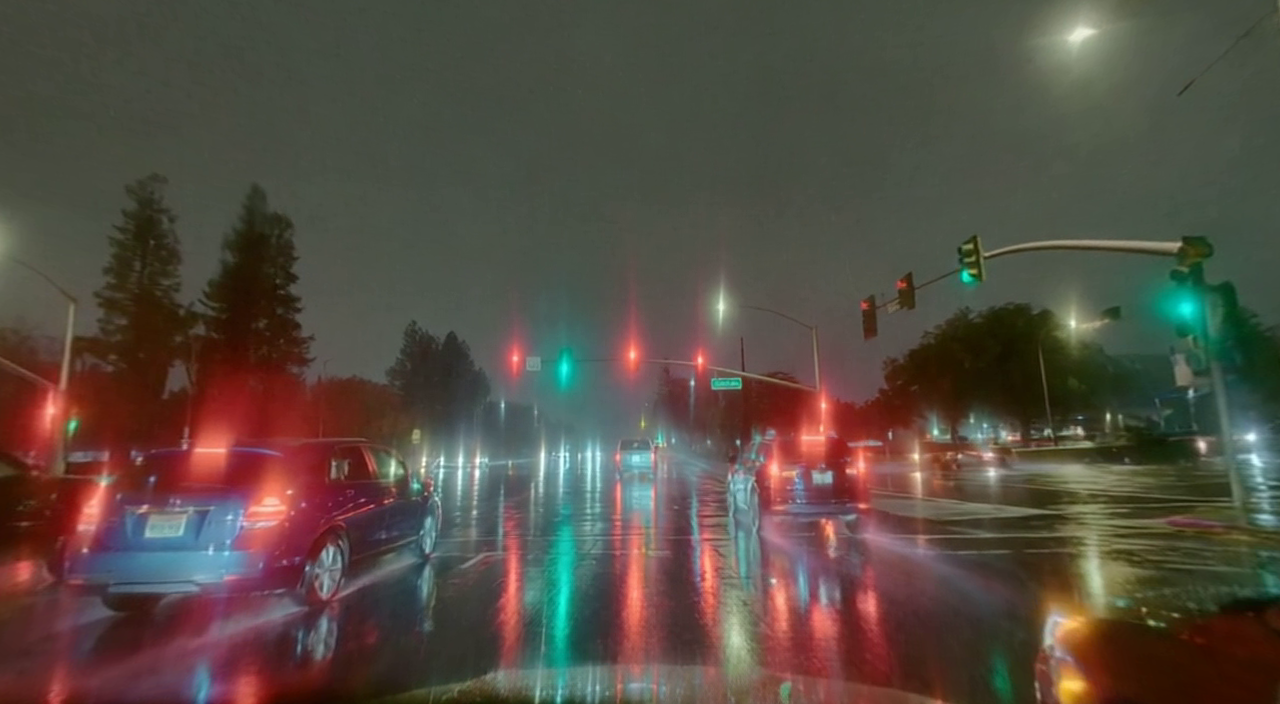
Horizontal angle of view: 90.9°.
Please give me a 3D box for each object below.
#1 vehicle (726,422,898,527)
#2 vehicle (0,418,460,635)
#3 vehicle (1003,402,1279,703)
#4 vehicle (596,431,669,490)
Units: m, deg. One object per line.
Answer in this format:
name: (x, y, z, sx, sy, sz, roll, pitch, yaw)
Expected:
vehicle: (3.171, 2.361, 12.746, 2.097, 1.707, 4.461, 0, -8, -1)
vehicle: (-3.539, 1.540, 6.643, 1.941, 1.492, 4.399, 0, -8, 1)
vehicle: (3.147, 0.814, 1.510, 1.960, 1.460, 4.233, 0, -8, -1)
vehicle: (-0.198, 3.556, 21.019, 2.215, 1.749, 3.976, 0, -8, 1)
